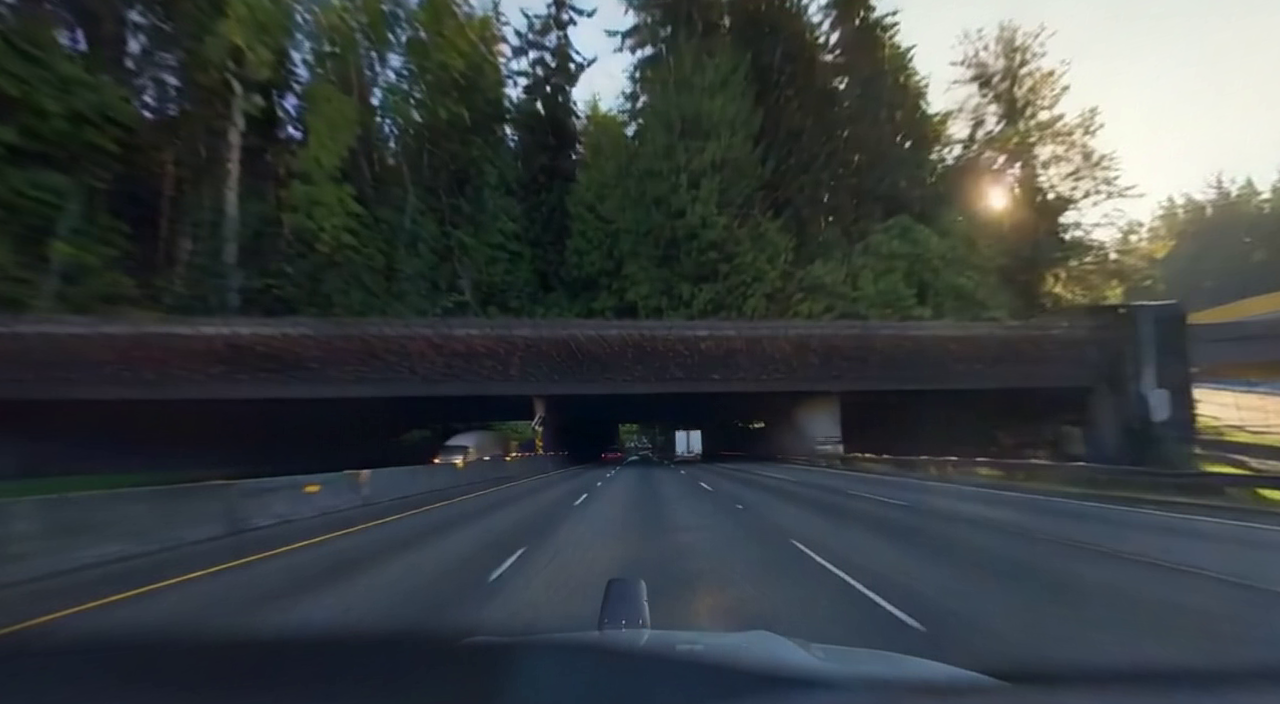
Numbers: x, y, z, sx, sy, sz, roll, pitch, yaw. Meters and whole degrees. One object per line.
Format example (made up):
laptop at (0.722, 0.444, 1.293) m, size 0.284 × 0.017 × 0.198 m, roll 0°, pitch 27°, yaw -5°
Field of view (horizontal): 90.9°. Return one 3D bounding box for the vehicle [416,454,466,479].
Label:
vehicle at (-13.581, 7.804, 43.291) m, size 1.879 × 1.561 × 4.362 m, roll -1°, pitch -9°, yaw 2°
